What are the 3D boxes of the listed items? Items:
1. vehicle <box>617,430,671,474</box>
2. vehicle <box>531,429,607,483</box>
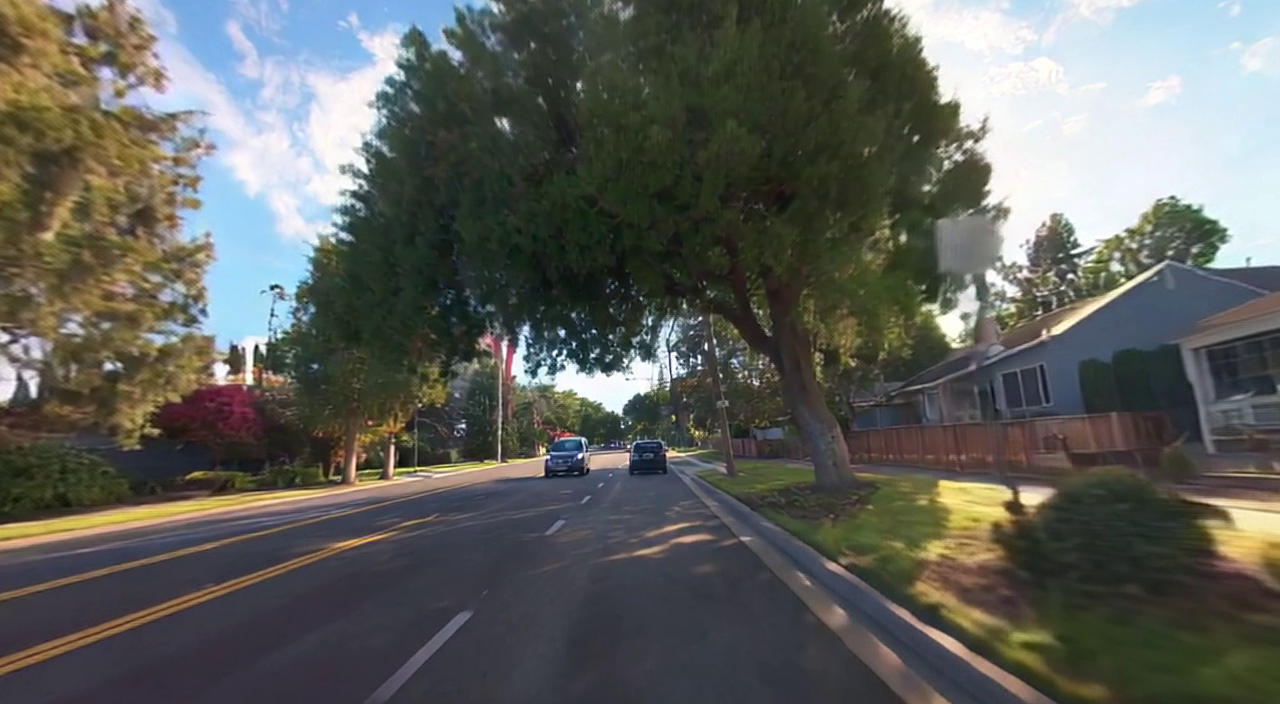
[{"bbox_3d":[0.154,4.216,26.750,2.120,1.718,3.909,0,-9,0],"label":"vehicle"},{"bbox_3d":[-2.446,3.753,22.958,2.157,1.765,4.303,-1,-9,2],"label":"vehicle"}]
